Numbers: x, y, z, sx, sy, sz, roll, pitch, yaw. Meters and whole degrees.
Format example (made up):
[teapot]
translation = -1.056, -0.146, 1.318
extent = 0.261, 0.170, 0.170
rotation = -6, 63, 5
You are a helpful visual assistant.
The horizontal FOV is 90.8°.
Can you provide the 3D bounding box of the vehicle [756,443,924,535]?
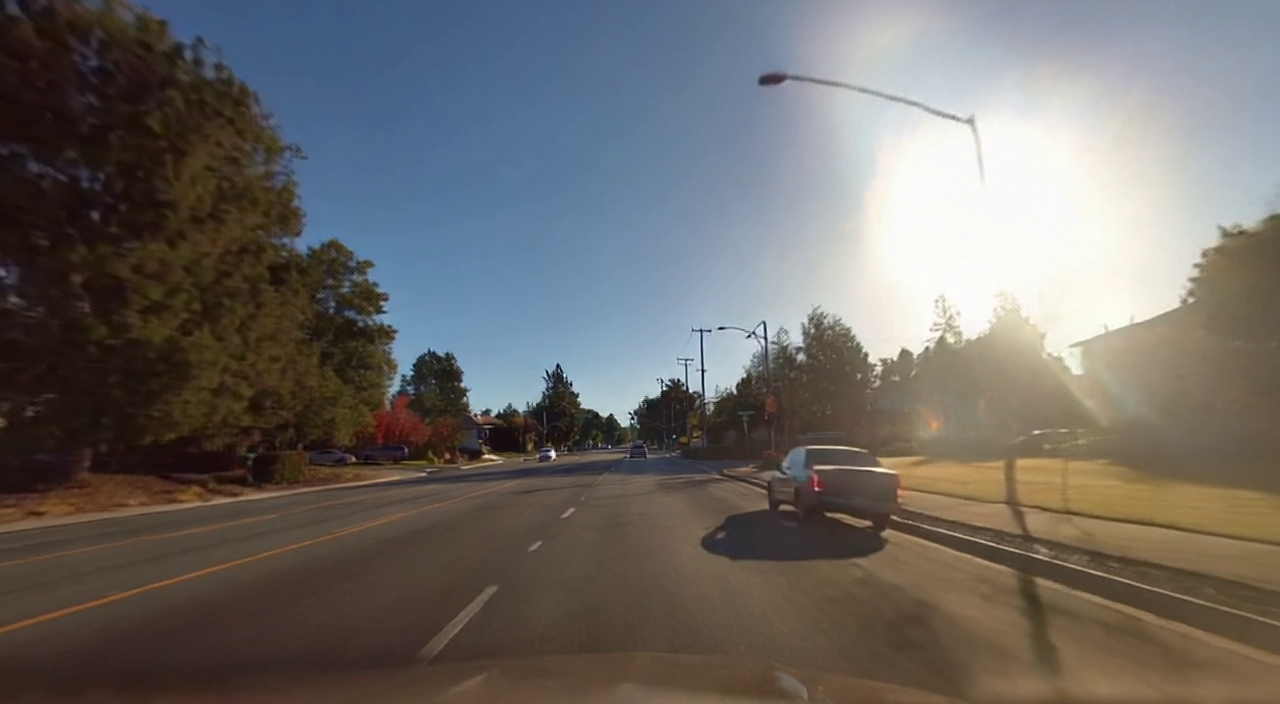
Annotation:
[vehicle]
translation = 3.704, 2.596, 12.630
extent = 1.942, 1.502, 4.244
rotation = 0, -9, 0
